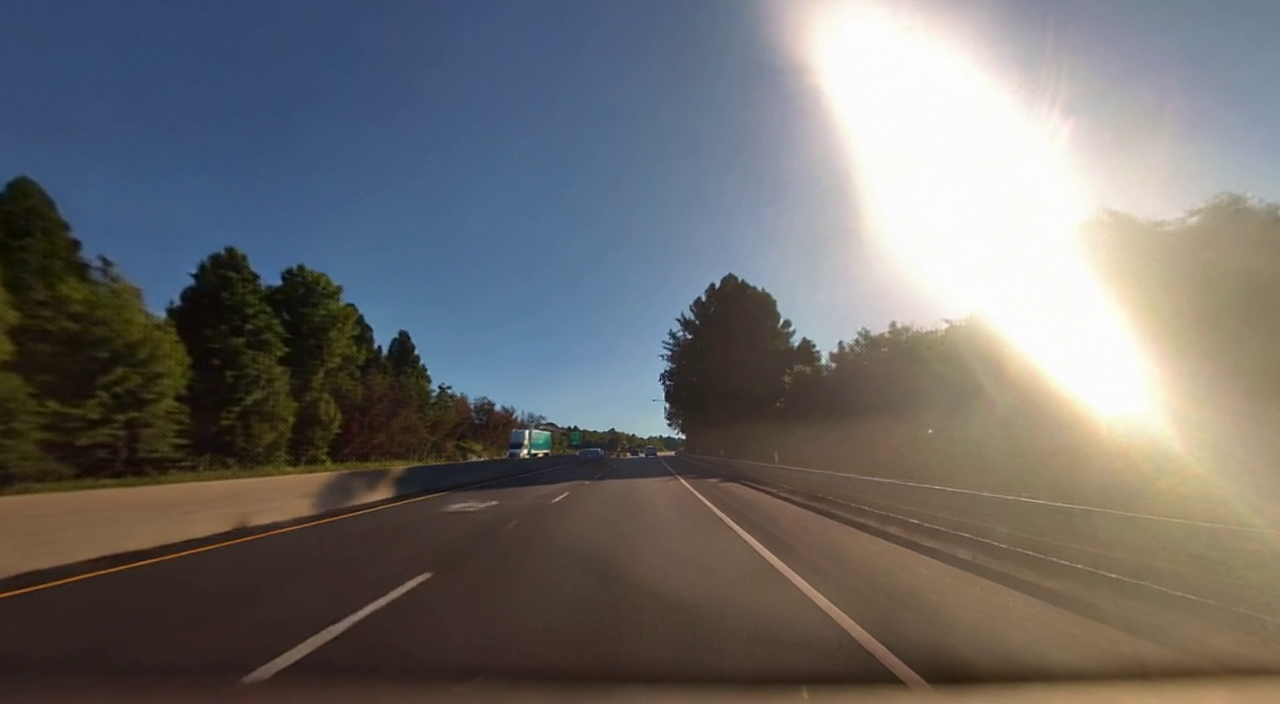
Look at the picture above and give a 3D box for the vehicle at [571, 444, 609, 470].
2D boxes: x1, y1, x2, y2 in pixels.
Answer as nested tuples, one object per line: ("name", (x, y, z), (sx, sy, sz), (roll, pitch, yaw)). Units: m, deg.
("vehicle", (-3.253, 6.908, 41.704), (2.088, 1.586, 4.000), (0, -9, 2))
